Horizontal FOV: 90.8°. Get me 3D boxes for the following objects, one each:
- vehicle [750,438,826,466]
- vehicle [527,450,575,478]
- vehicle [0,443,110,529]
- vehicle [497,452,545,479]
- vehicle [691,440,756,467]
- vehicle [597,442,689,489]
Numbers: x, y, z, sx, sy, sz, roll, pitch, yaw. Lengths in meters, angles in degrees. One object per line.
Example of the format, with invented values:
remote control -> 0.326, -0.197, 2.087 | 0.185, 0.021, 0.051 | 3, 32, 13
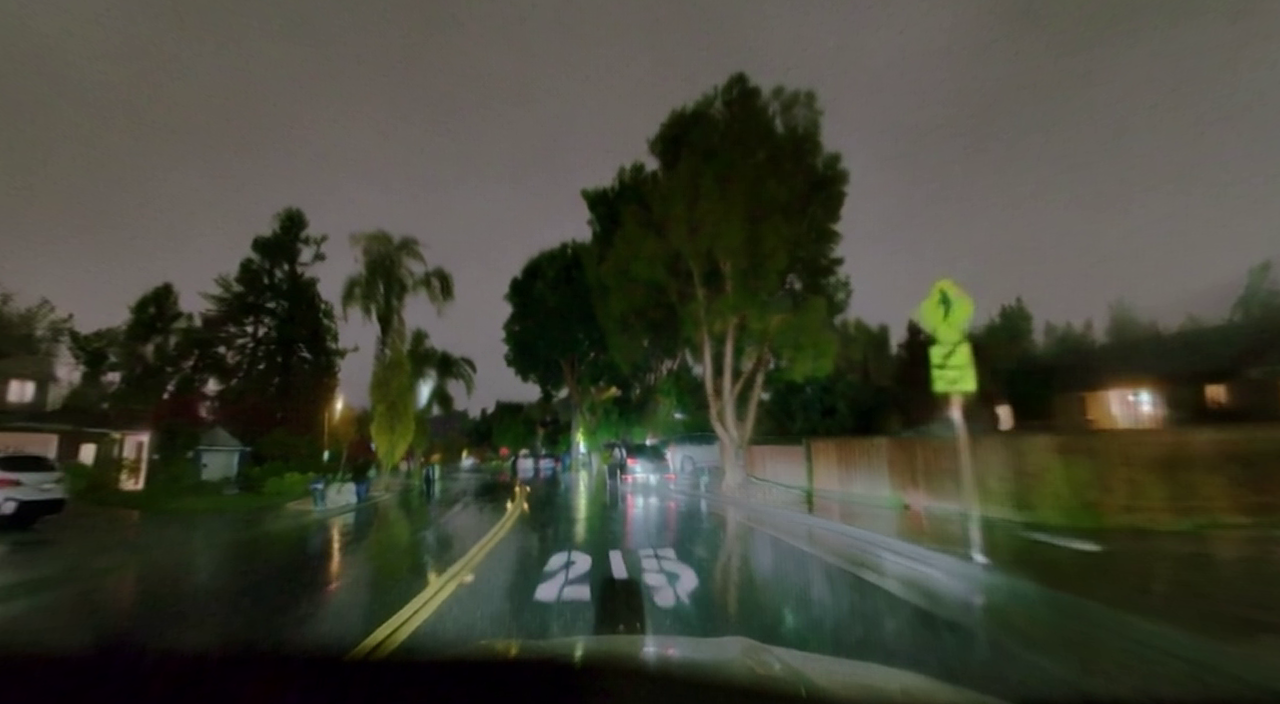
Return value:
vehicle -> 8.500, 5.691, 36.084 | 4.253, 1.458, 1.900 | 6, -11, -37
vehicle -> -5.898, 7.318, 41.439 | 1.965, 1.663, 4.744 | 3, -9, -22
vehicle -> -13.736, 2.610, 12.337 | 4.664, 1.580, 1.973 | 2, -9, -18
vehicle -> -9.170, 8.601, 48.223 | 2.180, 1.849, 5.423 | 4, -9, -26
vehicle -> 5.332, 6.398, 40.142 | 4.157, 1.431, 1.753 | 4, -8, -41
vehicle -> -0.059, 4.091, 23.201 | 2.181, 1.494, 5.023 | 1, -9, -14
